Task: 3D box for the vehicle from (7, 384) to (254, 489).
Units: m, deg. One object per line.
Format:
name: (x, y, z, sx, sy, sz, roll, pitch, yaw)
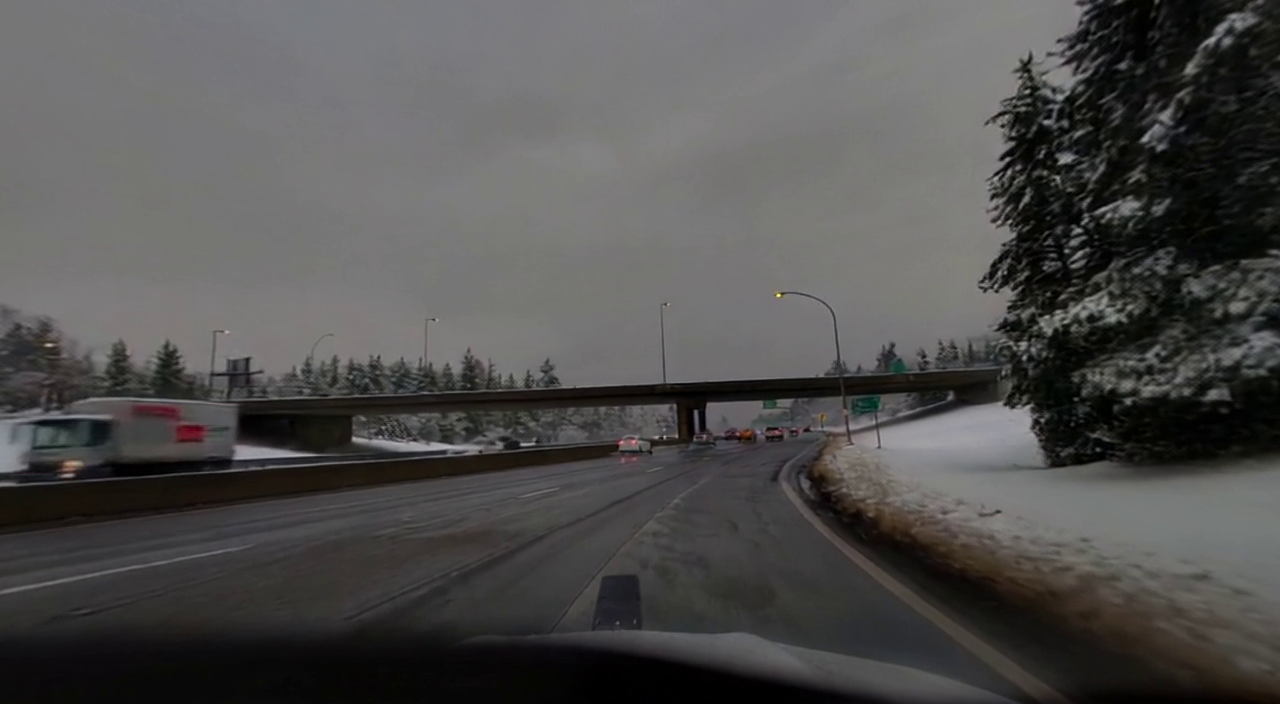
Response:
vehicle: (-20.495, 3.513, 26.034, 2.974, 3.663, 7.183, -3, -8, 19)
